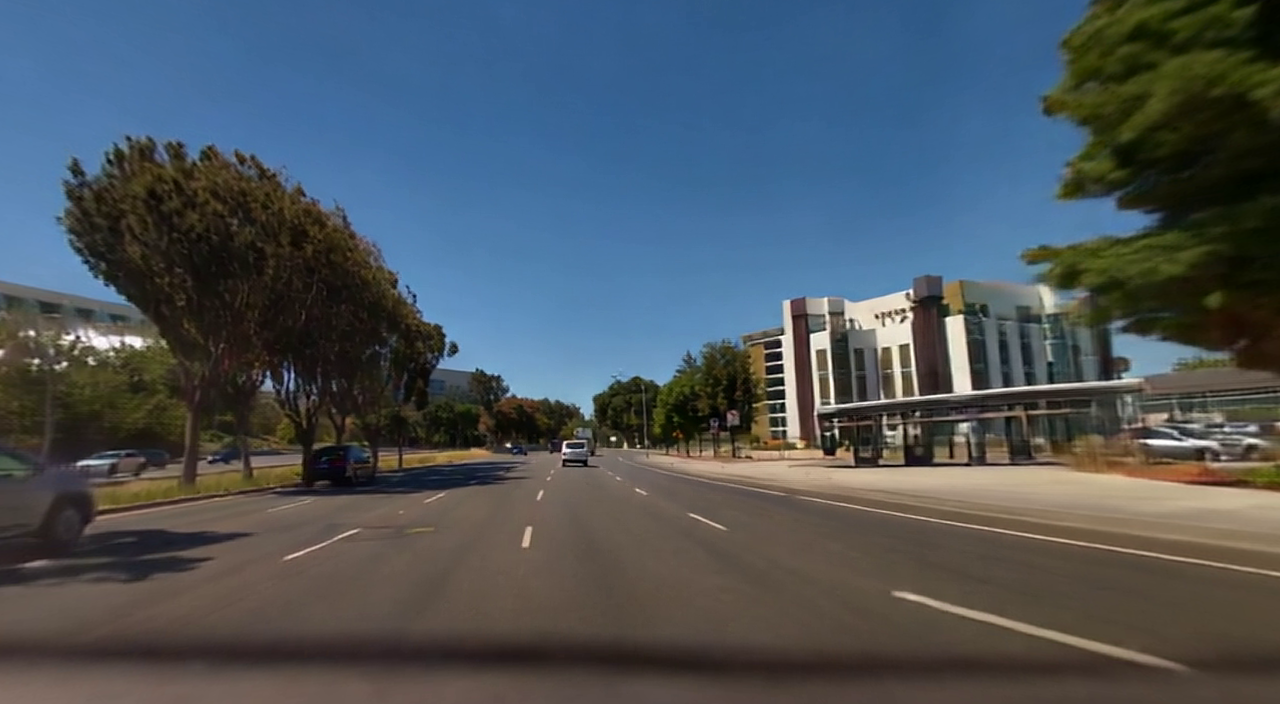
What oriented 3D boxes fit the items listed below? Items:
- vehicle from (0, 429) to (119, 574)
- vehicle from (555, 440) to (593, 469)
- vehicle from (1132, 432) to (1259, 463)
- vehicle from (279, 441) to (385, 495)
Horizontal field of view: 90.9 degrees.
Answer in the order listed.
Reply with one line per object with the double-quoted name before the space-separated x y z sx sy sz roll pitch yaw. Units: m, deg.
"vehicle" -8.757 1.732 7.047 2.181 1.728 4.515 0 -8 -4
"vehicle" -4.344 6.702 41.466 2.345 1.803 4.261 1 -8 -6
"vehicle" 28.344 4.893 32.411 1.896 1.459 4.611 1 -8 -10
"vehicle" -11.366 4.263 23.695 2.097 1.782 4.682 1 -8 -7
